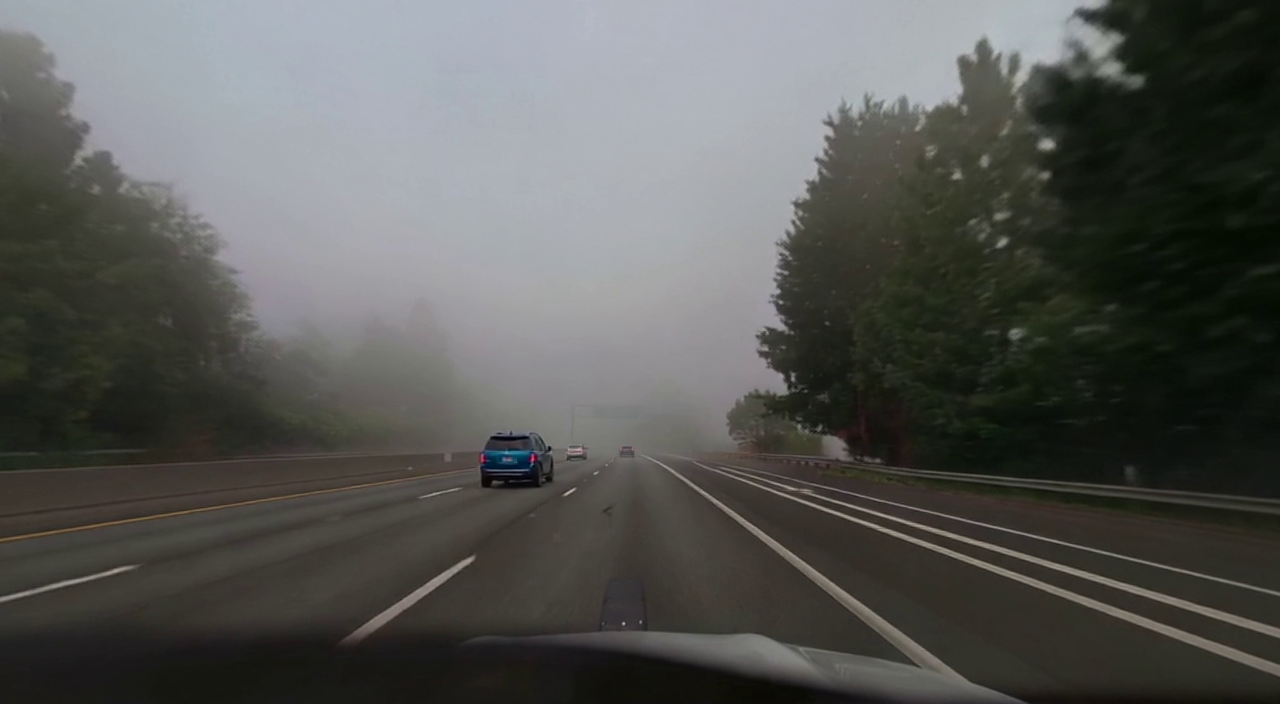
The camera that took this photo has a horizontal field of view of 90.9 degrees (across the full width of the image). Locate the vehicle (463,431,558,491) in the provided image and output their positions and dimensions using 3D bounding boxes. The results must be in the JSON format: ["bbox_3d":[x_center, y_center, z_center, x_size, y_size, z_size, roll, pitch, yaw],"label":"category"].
[{"bbox_3d":[-4.072,3.498,20.666,2.162,1.724,4.537,0,-8,0],"label":"vehicle"}]
